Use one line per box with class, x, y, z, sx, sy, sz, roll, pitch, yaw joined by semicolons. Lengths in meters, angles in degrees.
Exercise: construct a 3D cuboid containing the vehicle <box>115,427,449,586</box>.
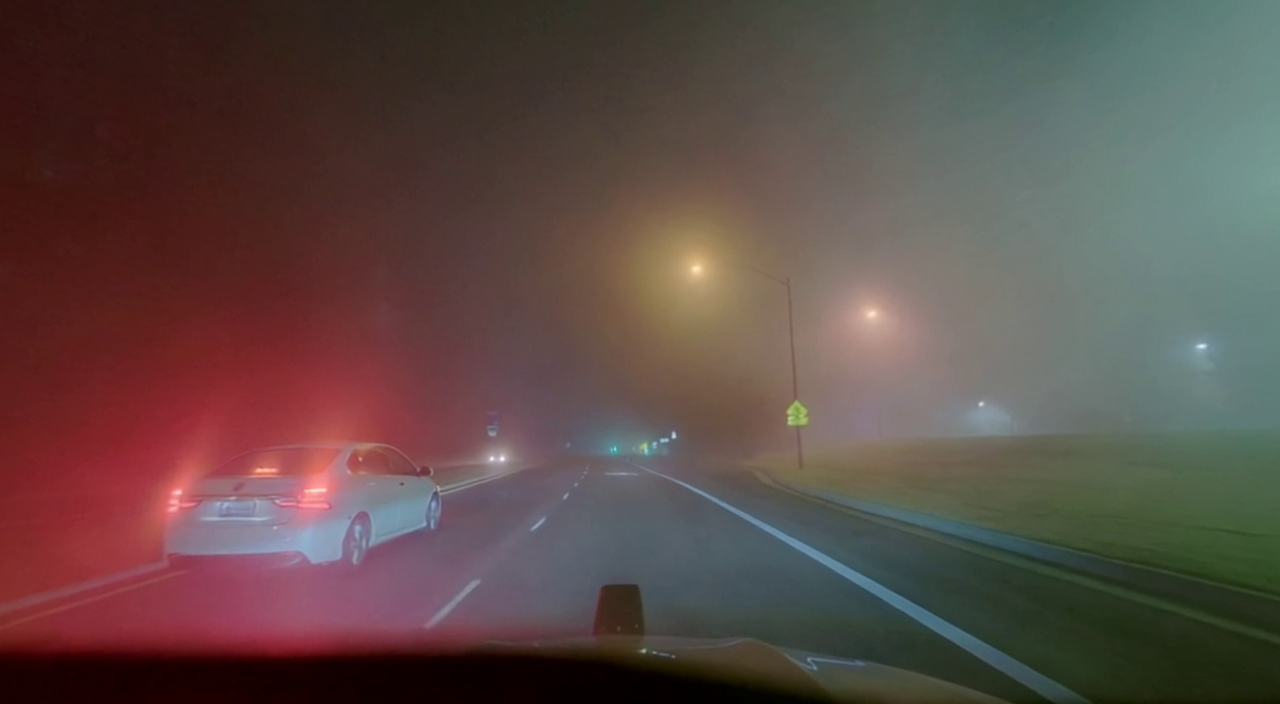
vehicle;-4.151;1.831;8.364;1.915;1.521;4.283;0;-9;0
